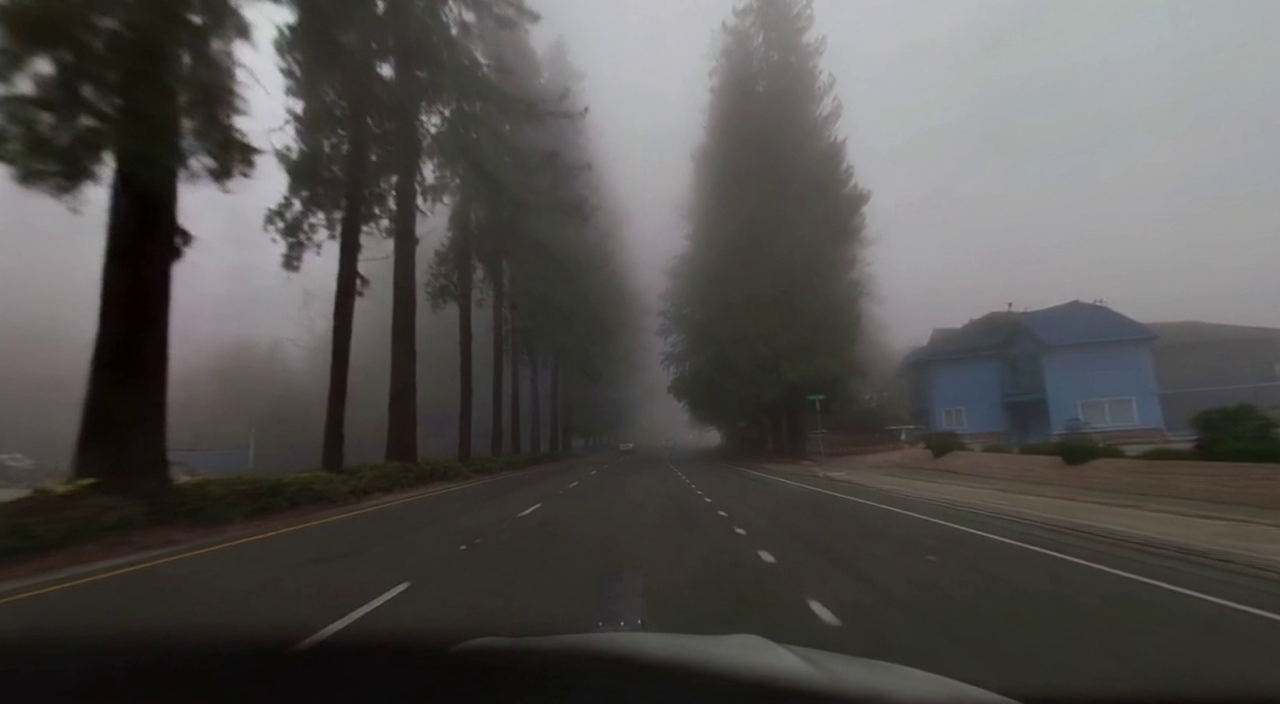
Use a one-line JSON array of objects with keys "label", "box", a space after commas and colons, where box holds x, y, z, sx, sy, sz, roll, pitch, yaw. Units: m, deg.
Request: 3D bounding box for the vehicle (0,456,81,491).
[{"label": "vehicle", "box": [-34.267, 6.745, 35.224, 2.036, 1.754, 4.177, -1, -9, 1]}]
